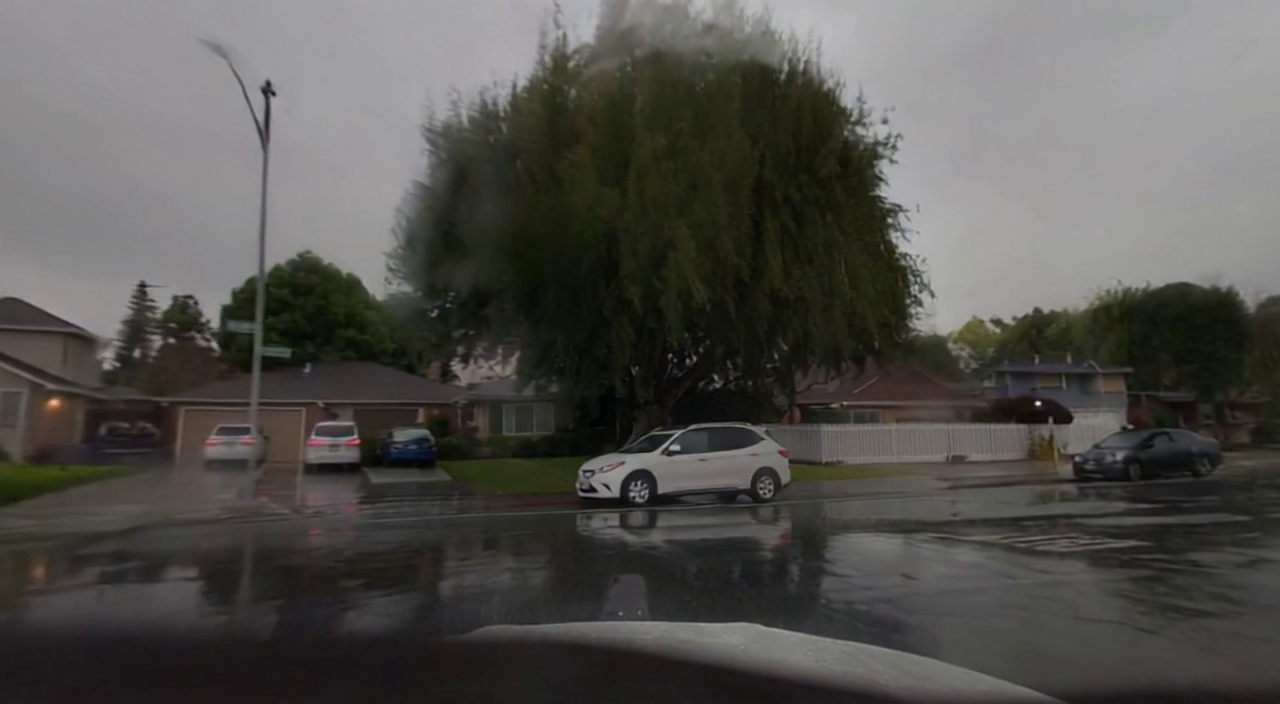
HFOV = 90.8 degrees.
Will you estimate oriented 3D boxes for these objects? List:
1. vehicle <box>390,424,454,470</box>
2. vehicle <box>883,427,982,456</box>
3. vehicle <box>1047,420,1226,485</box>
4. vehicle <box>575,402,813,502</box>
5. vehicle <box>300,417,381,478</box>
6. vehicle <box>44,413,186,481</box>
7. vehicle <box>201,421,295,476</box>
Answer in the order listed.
[{"bbox_3d":[-8.965,3.889,25.818,2.005,1.699,4.234,4,-9,-24],"label":"vehicle"},{"bbox_3d":[16.441,5.092,35.731,1.967,1.523,4.619,7,-11,-38],"label":"vehicle"},{"bbox_3d":[16.040,3.210,20.406,5.179,1.847,2.219,3,-10,-25],"label":"vehicle"},{"bbox_3d":[1.191,2.297,14.375,4.919,1.969,2.104,4,-10,-19],"label":"vehicle"},{"bbox_3d":[-11.042,3.546,23.694,2.278,1.969,5.533,3,-8,-21],"label":"vehicle"},{"bbox_3d":[-18.154,3.276,21.754,5.475,2.043,2.307,-6,-11,36],"label":"vehicle"},{"bbox_3d":[-15.073,3.756,24.627,2.391,1.894,5.075,4,-9,-24],"label":"vehicle"}]
